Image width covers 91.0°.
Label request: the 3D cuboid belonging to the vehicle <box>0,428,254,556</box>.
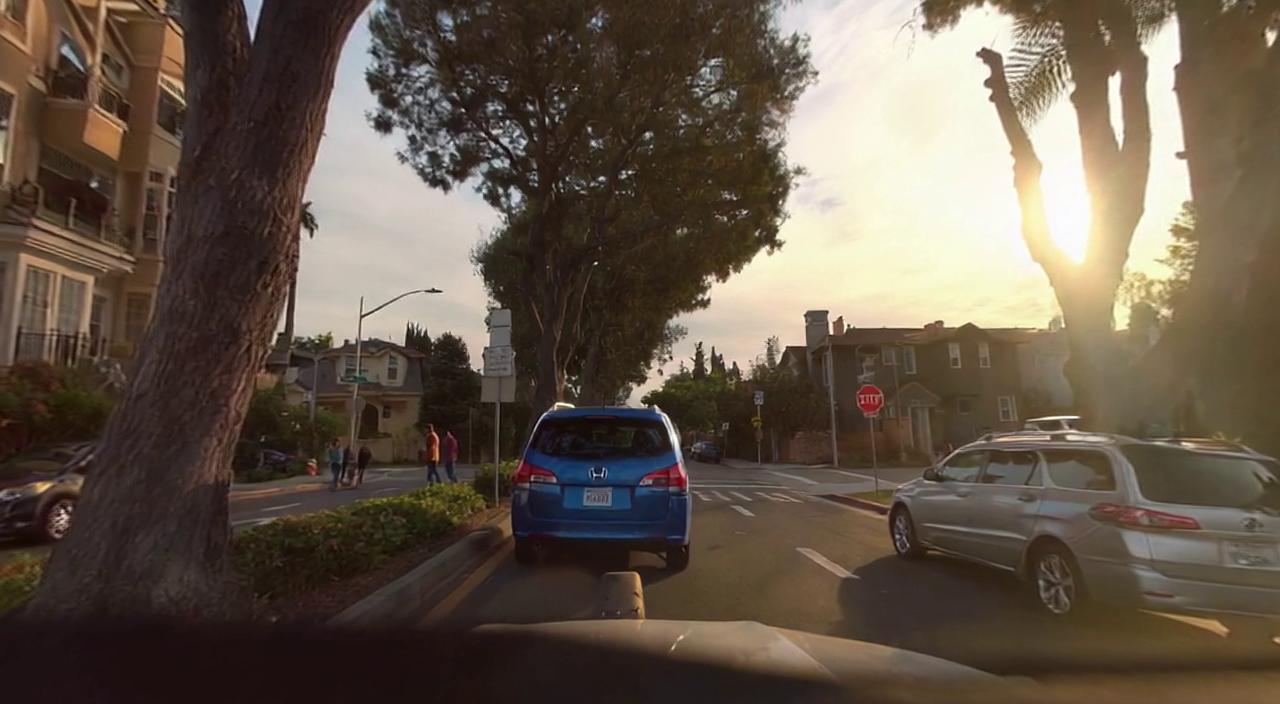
[{"bbox_3d":[-8.284,2.006,9.853,1.825,1.532,4.083,-3,-7,2],"label":"vehicle"}]

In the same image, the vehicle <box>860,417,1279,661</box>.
[{"bbox_3d":[4.224,1.666,6.707,1.959,1.581,4.731,4,-9,-2],"label":"vehicle"}]

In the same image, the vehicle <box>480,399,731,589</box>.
[{"bbox_3d":[-0.355,1.698,8.392,2.377,1.787,4.652,0,-8,-1],"label":"vehicle"}]

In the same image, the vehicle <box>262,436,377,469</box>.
[{"bbox_3d":[-15.012,4.720,29.651,4.387,1.495,1.811,1,-8,-3],"label":"vehicle"}]
